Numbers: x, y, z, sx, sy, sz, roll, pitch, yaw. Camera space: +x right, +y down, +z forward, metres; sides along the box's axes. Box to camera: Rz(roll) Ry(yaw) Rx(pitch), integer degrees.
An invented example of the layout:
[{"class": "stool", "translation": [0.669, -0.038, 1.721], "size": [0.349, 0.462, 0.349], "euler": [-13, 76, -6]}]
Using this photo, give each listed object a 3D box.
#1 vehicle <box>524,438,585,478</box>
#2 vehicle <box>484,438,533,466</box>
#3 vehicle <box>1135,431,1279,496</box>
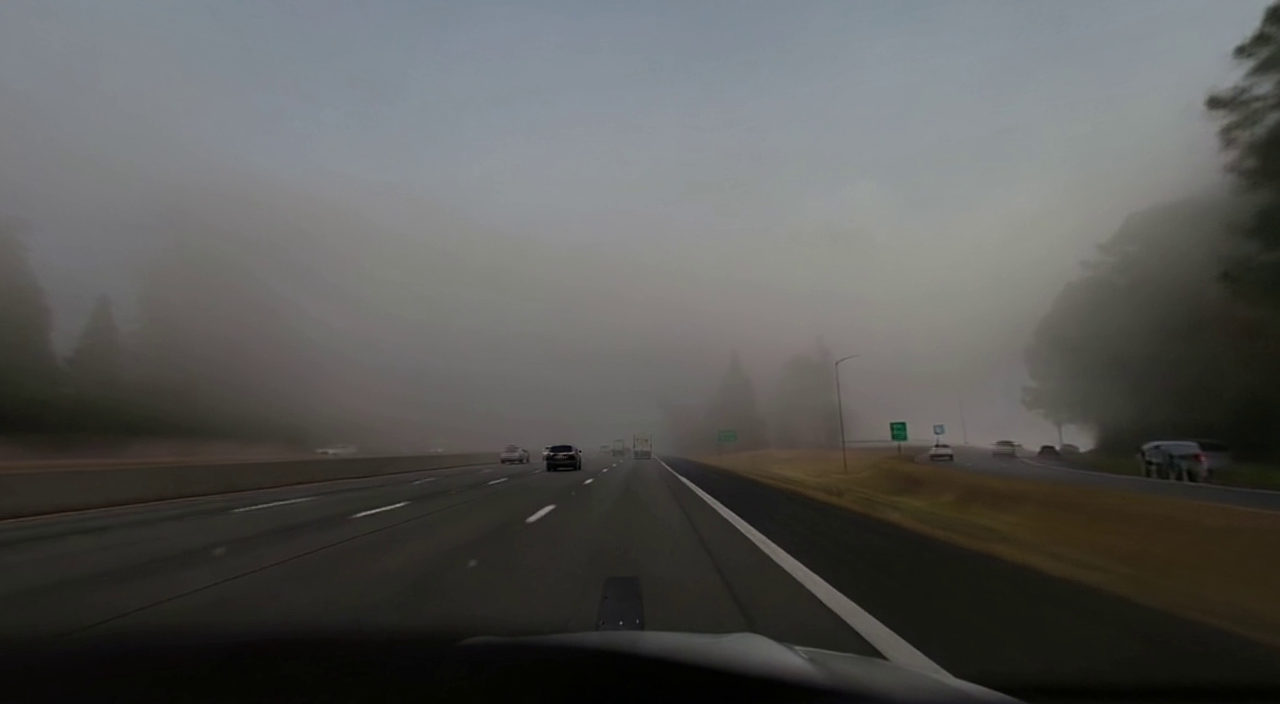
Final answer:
[{"class": "vehicle", "translation": [-3.784, 4.766, 28.550], "size": [2.094, 1.695, 4.260], "euler": [0, -9, 1]}, {"class": "vehicle", "translation": [-10.253, 7.880, 49.777], "size": [2.519, 2.029, 6.180], "euler": [0, -9, 0]}, {"class": "vehicle", "translation": [18.539, 3.541, 20.346], "size": [2.200, 1.827, 4.822], "euler": [-2, -9, 16]}]
